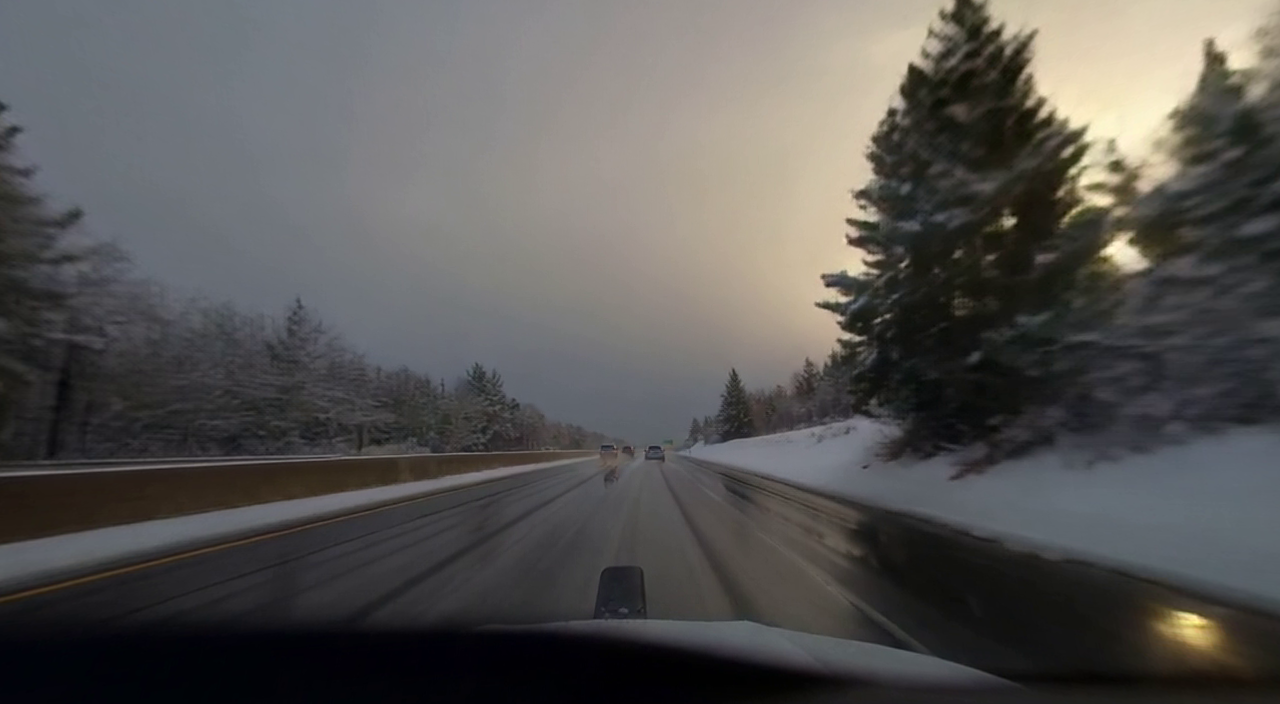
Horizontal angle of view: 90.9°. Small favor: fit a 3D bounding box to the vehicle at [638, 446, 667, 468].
[{"bbox_3d":[0.876,7.385,44.407,1.934,1.488,3.832,0,-9,1],"label":"vehicle"}]
